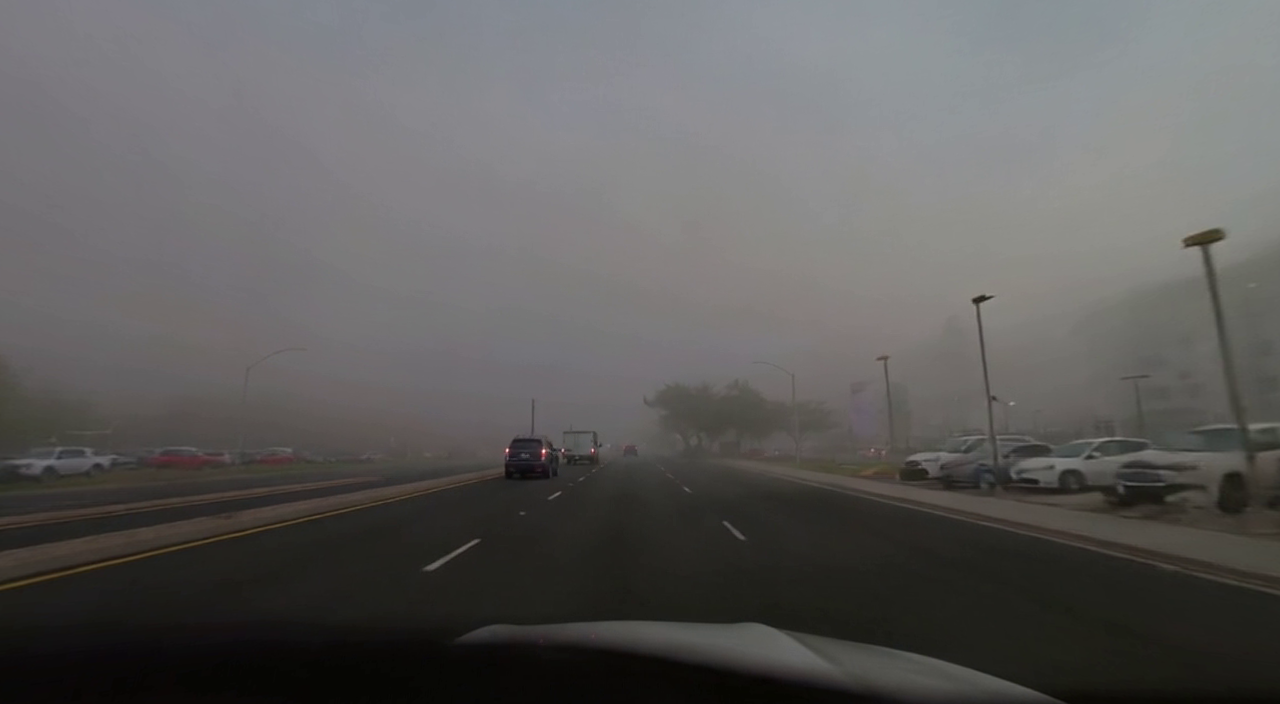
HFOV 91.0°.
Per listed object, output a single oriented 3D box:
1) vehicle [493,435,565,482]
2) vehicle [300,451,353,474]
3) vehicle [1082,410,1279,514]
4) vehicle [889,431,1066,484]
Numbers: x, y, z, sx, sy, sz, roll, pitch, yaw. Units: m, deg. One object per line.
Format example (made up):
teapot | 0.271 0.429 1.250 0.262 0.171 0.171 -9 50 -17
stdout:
vehicle | -4.362 4.257 25.431 2.109 1.672 4.256 0 -8 0
vehicle | -23.145 8.153 46.658 1.858 1.530 4.044 0 -8 0
vehicle | 12.433 2.240 13.028 5.454 1.829 2.288 3 -9 -15
vehicle | 12.689 3.989 23.941 5.500 1.749 2.057 -1 -9 -3
